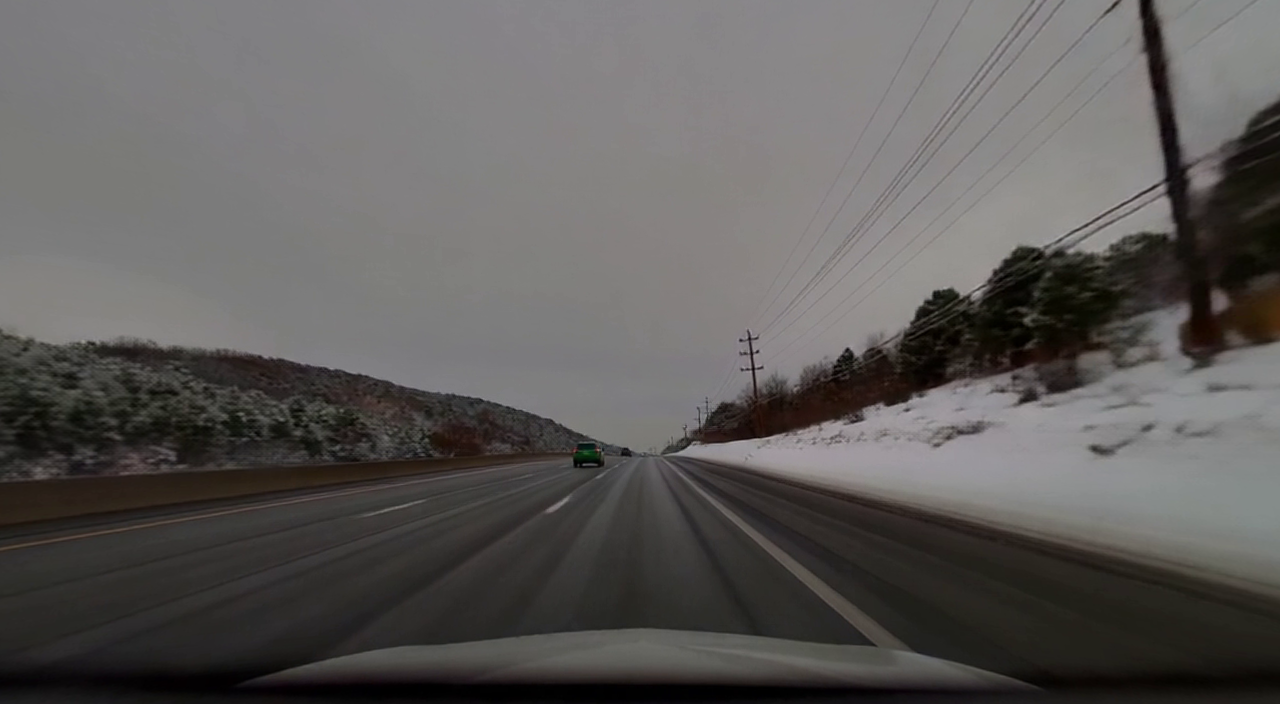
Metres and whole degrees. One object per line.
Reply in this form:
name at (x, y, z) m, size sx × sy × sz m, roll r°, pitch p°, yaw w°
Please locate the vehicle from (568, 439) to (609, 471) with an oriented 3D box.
vehicle at (-3.179, 6.477, 39.907) m, size 2.136 × 1.845 × 4.515 m, roll 0°, pitch -8°, yaw 1°
